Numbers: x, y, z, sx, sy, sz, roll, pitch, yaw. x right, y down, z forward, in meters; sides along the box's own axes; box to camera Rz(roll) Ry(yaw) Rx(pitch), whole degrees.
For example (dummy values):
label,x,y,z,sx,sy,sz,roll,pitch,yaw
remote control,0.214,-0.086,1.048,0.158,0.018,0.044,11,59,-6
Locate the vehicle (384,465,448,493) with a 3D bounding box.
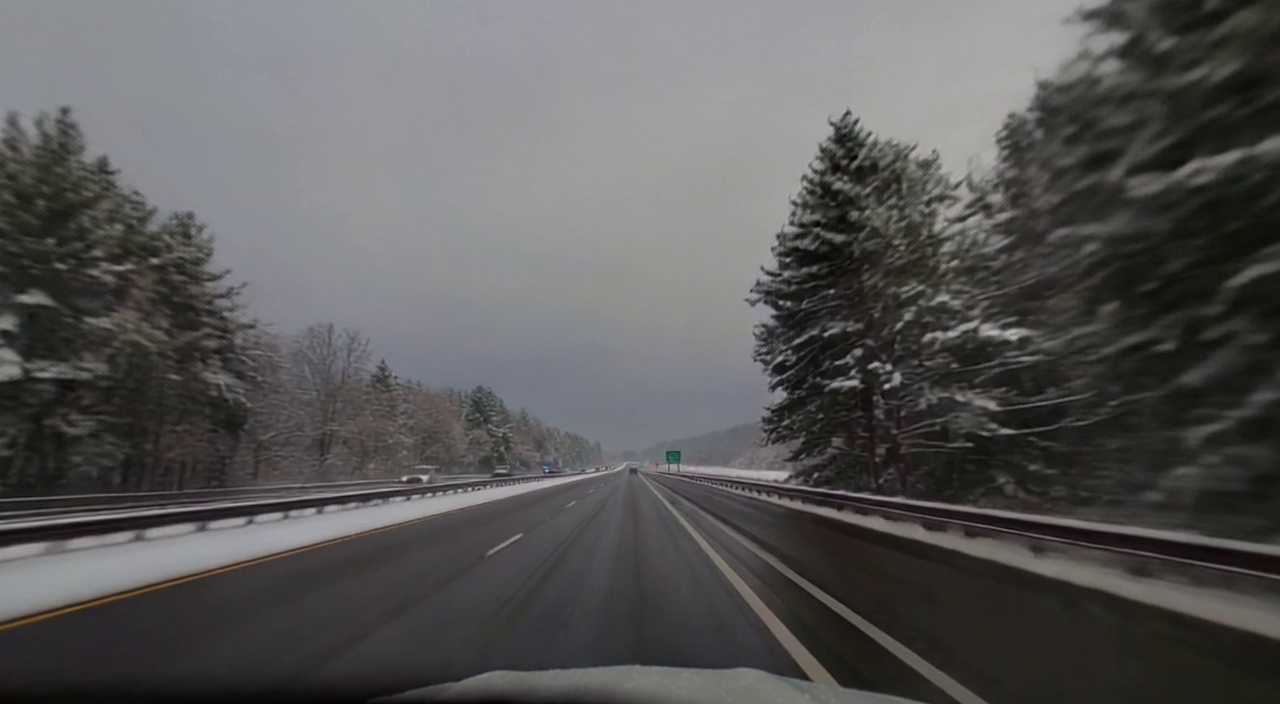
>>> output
label,x,y,z,sx,sy,sz,roll,pitch,yaw
vehicle,-12.372,7.054,35.087,1.930,1.414,4.129,1,-10,1
